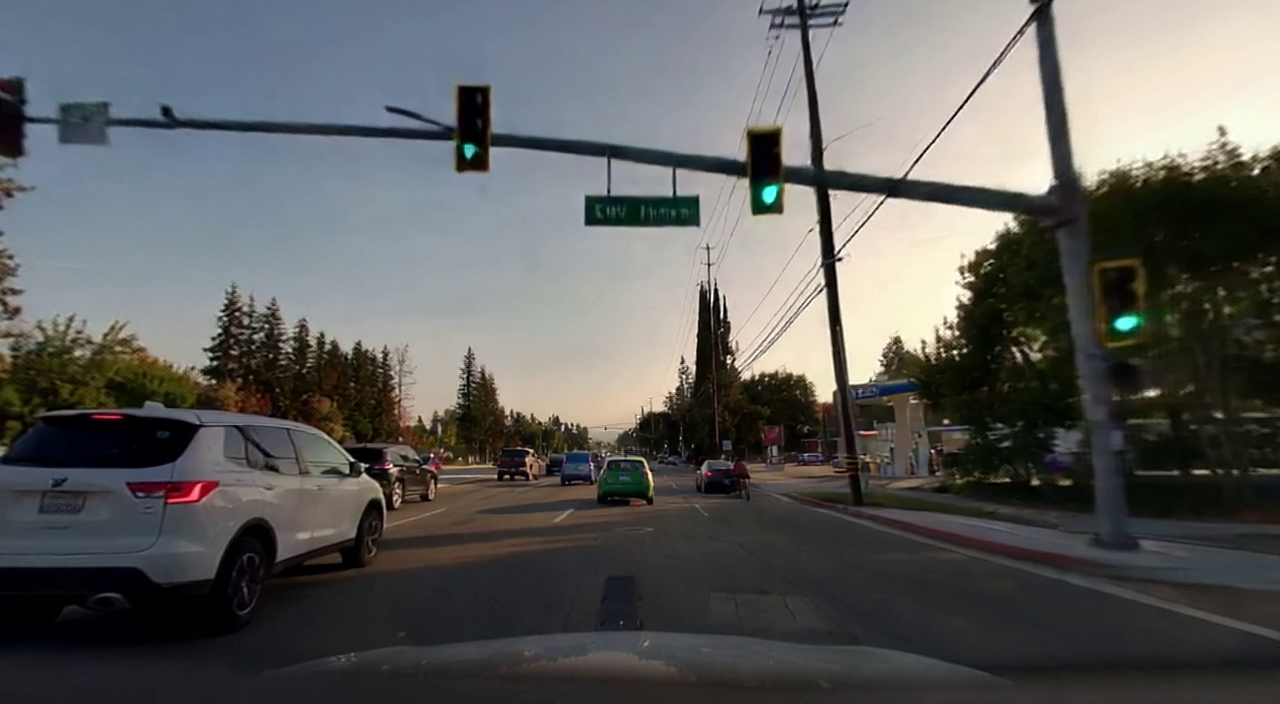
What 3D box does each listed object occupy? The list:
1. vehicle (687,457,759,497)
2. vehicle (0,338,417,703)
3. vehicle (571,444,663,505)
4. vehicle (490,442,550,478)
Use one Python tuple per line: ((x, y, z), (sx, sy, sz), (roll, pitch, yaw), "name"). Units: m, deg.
((3.030, 4.700, 24.078), (2.065, 1.302, 4.416), (0, -9, -1), "vehicle")
((-3.449, 1.100, 4.668), (1.922, 1.642, 4.547), (0, -9, 0), "vehicle")
((-0.538, 3.274, 17.322), (2.189, 1.437, 4.135), (0, -9, 0), "vehicle")
((-6.762, 6.153, 36.277), (2.385, 1.918, 5.056), (0, -9, 1), "vehicle")
